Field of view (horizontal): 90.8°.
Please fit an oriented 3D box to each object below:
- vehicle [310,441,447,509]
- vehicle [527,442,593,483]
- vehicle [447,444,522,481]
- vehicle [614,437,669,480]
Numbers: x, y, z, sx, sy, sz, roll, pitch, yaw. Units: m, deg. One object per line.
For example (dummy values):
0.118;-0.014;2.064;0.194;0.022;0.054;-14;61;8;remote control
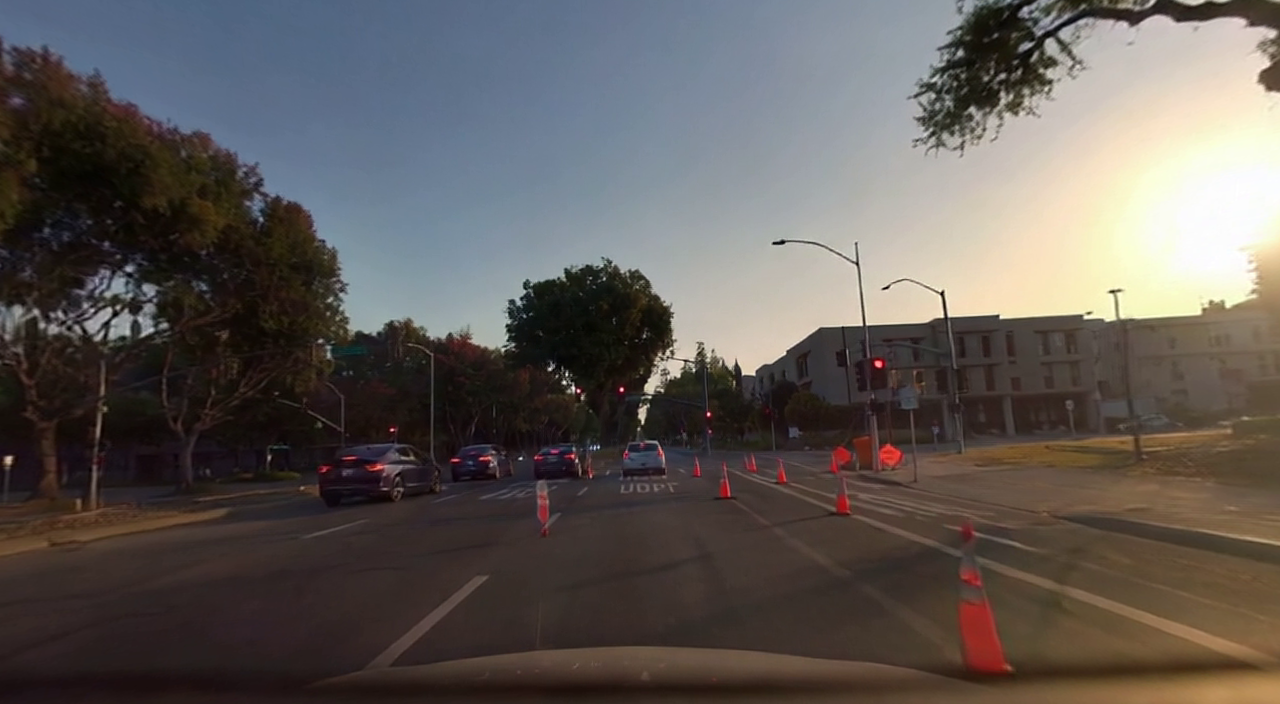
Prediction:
-6.760;3.177;16.879;1.869;1.570;4.064;0;-8;1;vehicle
-2.997;4.233;24.511;1.946;1.437;4.154;0;-8;1;vehicle
-6.551;4.699;27.125;2.074;1.447;4.224;0;-8;1;vehicle
0.066;4.146;24.852;1.985;1.521;3.968;0;-8;0;vehicle
